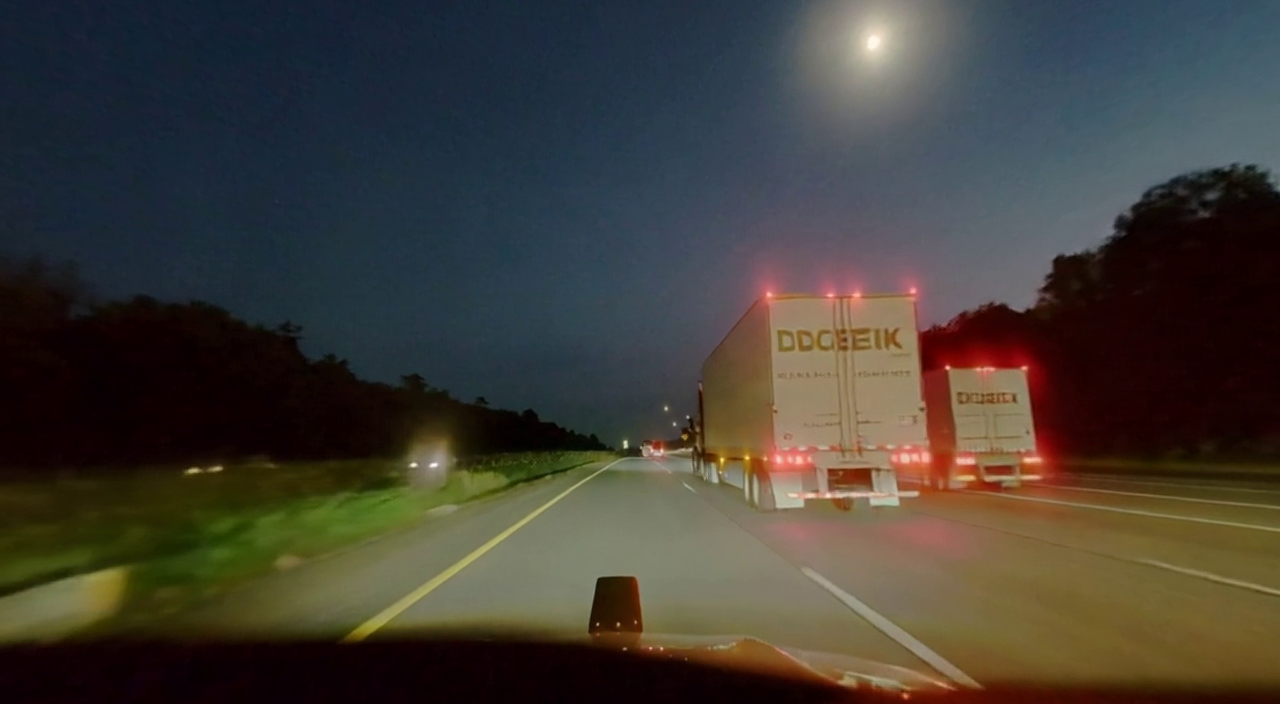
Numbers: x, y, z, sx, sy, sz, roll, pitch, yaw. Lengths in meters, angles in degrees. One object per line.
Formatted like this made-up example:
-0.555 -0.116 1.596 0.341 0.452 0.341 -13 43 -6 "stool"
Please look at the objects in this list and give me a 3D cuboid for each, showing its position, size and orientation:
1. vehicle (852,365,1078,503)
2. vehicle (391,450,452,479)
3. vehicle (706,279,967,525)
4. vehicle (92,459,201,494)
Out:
11.409 3.175 23.882 2.946 4.031 10.368 -1 -8 0 "vehicle"
-12.979 6.678 37.472 2.075 1.574 4.138 0 -9 1 "vehicle"
3.661 1.490 14.987 3.025 4.010 9.542 0 -9 0 "vehicle"
-25.047 6.295 32.042 1.889 1.541 4.400 -1 -9 2 "vehicle"
